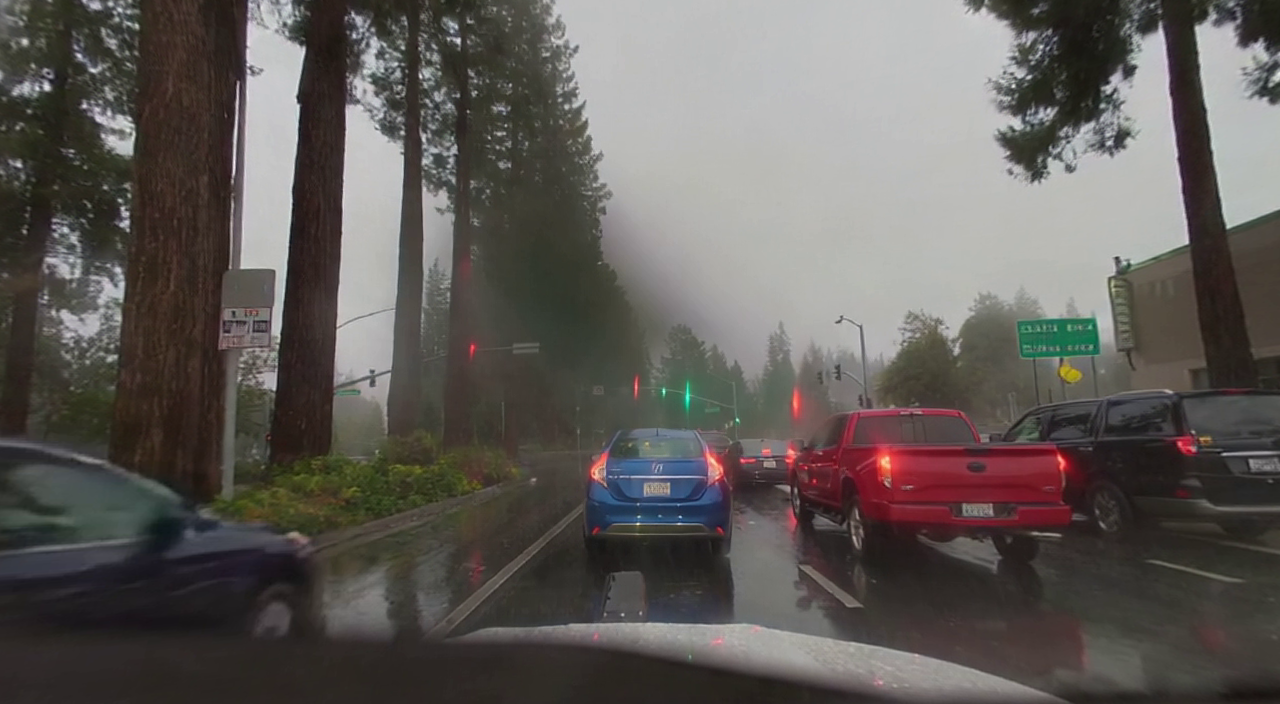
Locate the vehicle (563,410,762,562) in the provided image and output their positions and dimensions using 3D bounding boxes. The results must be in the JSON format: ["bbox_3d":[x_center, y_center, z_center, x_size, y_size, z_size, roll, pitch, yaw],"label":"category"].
[{"bbox_3d":[0.253,1.769,8.978,2.168,1.641,4.039,0,-8,0],"label":"vehicle"}]

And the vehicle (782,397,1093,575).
[{"bbox_3d":[3.393,1.629,8.376,2.099,1.725,4.290,0,-8,1],"label":"vehicle"}]

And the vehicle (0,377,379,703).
[{"bbox_3d":[-2.948,0.825,1.799,2.133,1.496,5.150,0,-8,1],"label":"vehicle"}]
